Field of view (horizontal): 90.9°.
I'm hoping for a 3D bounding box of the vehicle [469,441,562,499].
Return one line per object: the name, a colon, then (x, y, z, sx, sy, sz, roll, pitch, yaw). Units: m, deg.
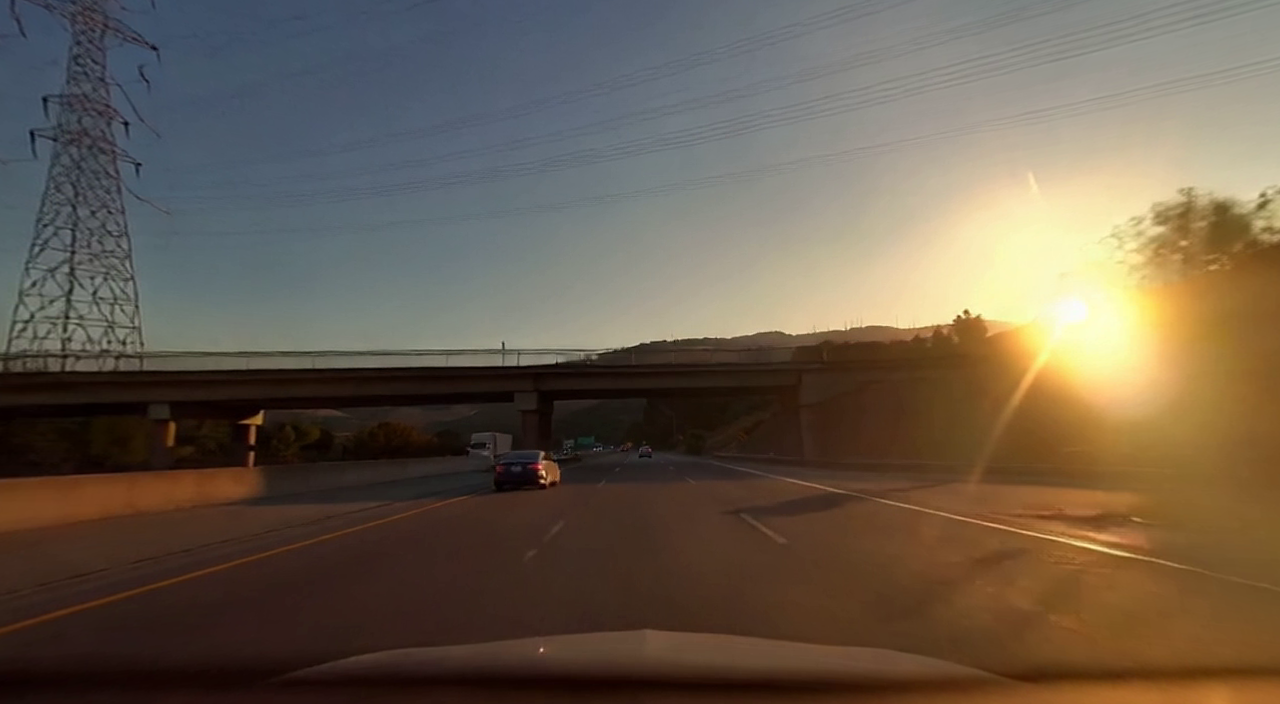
vehicle: (-3.631, 3.524, 19.179, 1.924, 1.550, 4.165, 0, -9, 1)
